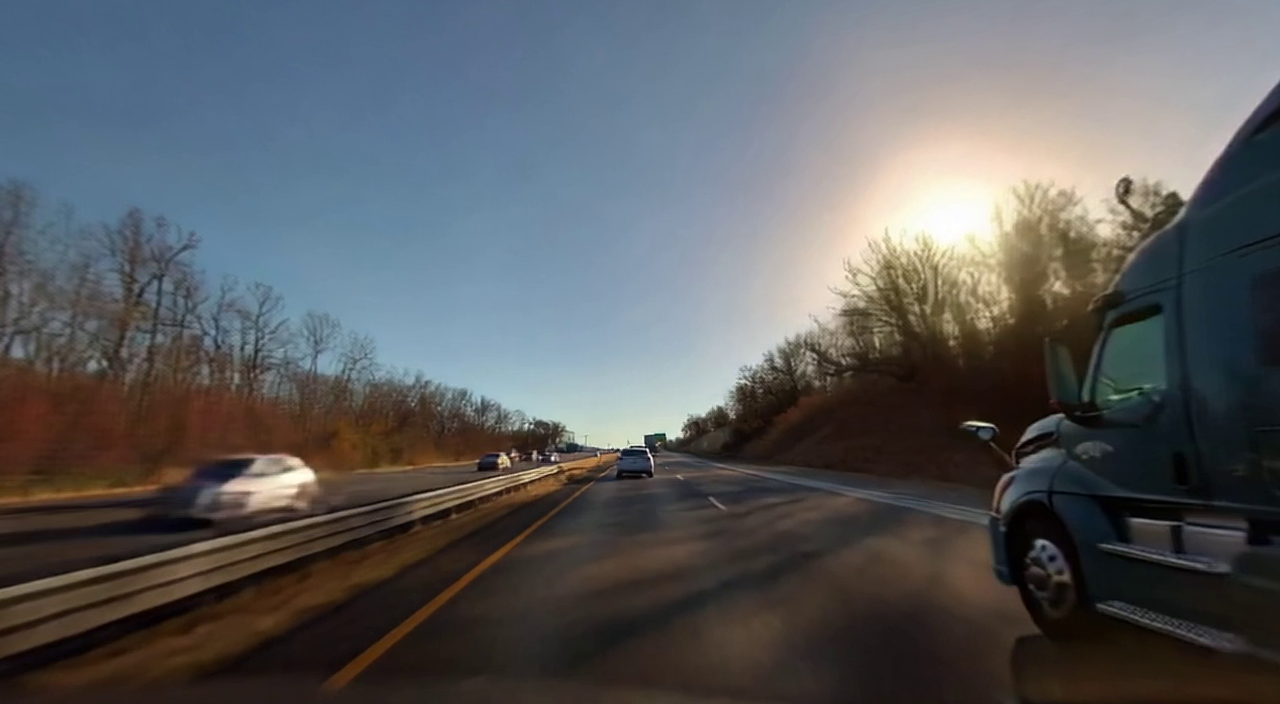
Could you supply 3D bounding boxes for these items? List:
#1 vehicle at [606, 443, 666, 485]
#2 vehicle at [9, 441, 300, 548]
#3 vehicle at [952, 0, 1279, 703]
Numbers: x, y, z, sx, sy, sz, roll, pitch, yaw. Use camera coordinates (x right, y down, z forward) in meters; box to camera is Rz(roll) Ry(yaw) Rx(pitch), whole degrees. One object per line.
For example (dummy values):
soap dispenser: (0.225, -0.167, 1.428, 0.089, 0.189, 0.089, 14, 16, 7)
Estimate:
vehicle: (-0.188, 4.499, 25.391, 2.244, 1.506, 4.097, 0, -9, -1)
vehicle: (-8.699, 2.543, 11.925, 1.957, 1.603, 4.476, 0, -9, 0)
vehicle: (4.405, -0.273, 2.180, 3.351, 3.699, 5.995, 0, -9, -1)
